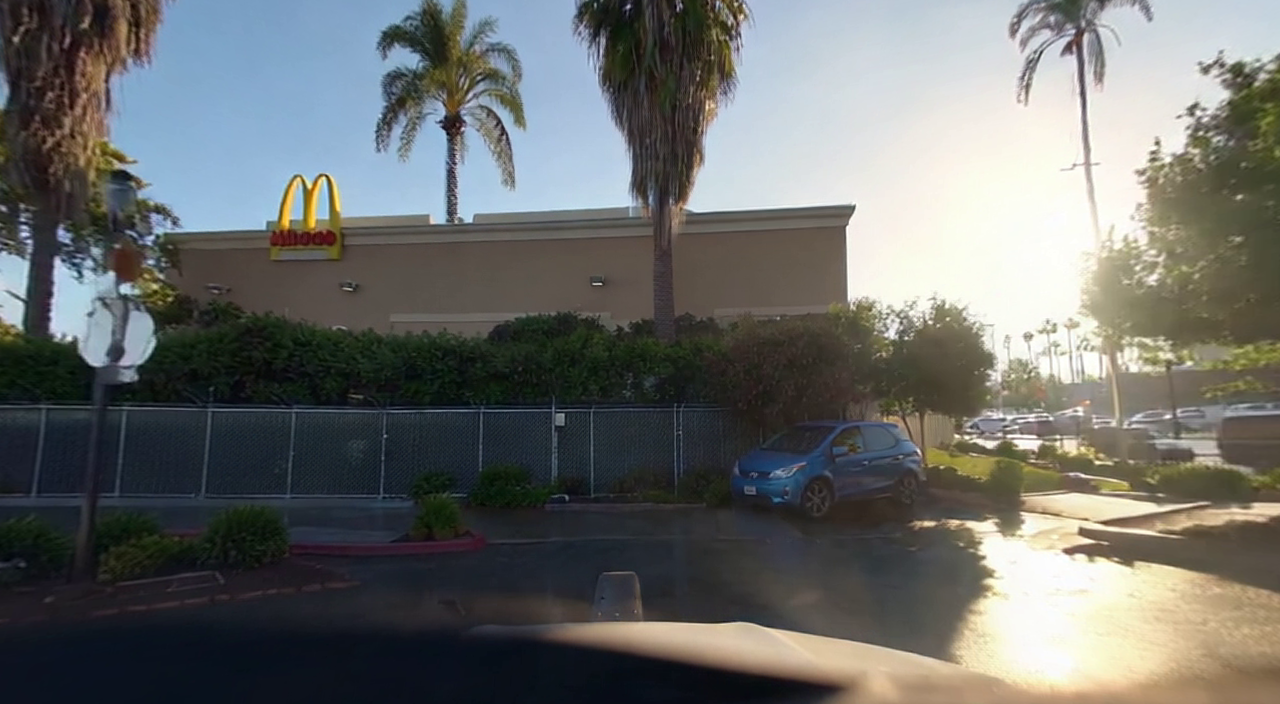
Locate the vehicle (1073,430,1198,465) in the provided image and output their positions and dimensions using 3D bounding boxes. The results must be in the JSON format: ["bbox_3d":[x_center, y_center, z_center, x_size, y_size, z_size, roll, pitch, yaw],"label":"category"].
[{"bbox_3d":[22.571,4.382,29.068,1.860,1.417,4.750,1,-8,-1],"label":"vehicle"}]

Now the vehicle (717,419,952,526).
[{"bbox_3d":[3.941,2.258,12.709,4.365,1.791,2.073,4,-7,-31],"label":"vehicle"}]
